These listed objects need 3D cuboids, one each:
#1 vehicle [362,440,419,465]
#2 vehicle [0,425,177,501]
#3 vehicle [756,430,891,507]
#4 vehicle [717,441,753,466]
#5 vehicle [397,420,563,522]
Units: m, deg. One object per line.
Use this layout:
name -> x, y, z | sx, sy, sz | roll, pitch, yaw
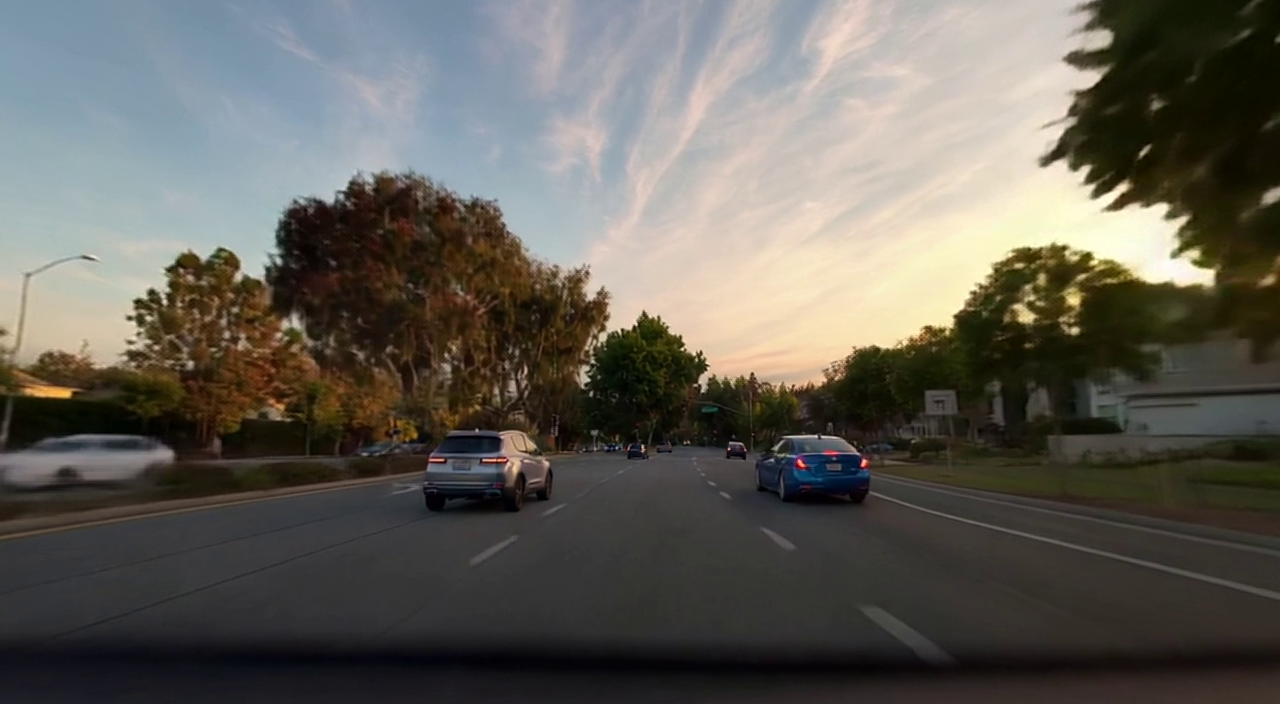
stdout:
vehicle -> -17.493, 7.052, 44.566 | 1.914, 1.669, 4.429 | -1, -9, 5
vehicle -> -15.182, 2.898, 16.842 | 1.980, 1.728, 4.653 | 0, -9, 2
vehicle -> 4.389, 2.867, 15.953 | 2.132, 1.659, 4.387 | 0, -9, 0
vehicle -> 6.690, 7.165, 44.827 | 2.169, 1.669, 4.037 | 0, -9, 4
vehicle -> -2.994, 2.358, 13.026 | 2.045, 1.688, 4.632 | 0, -9, 2
